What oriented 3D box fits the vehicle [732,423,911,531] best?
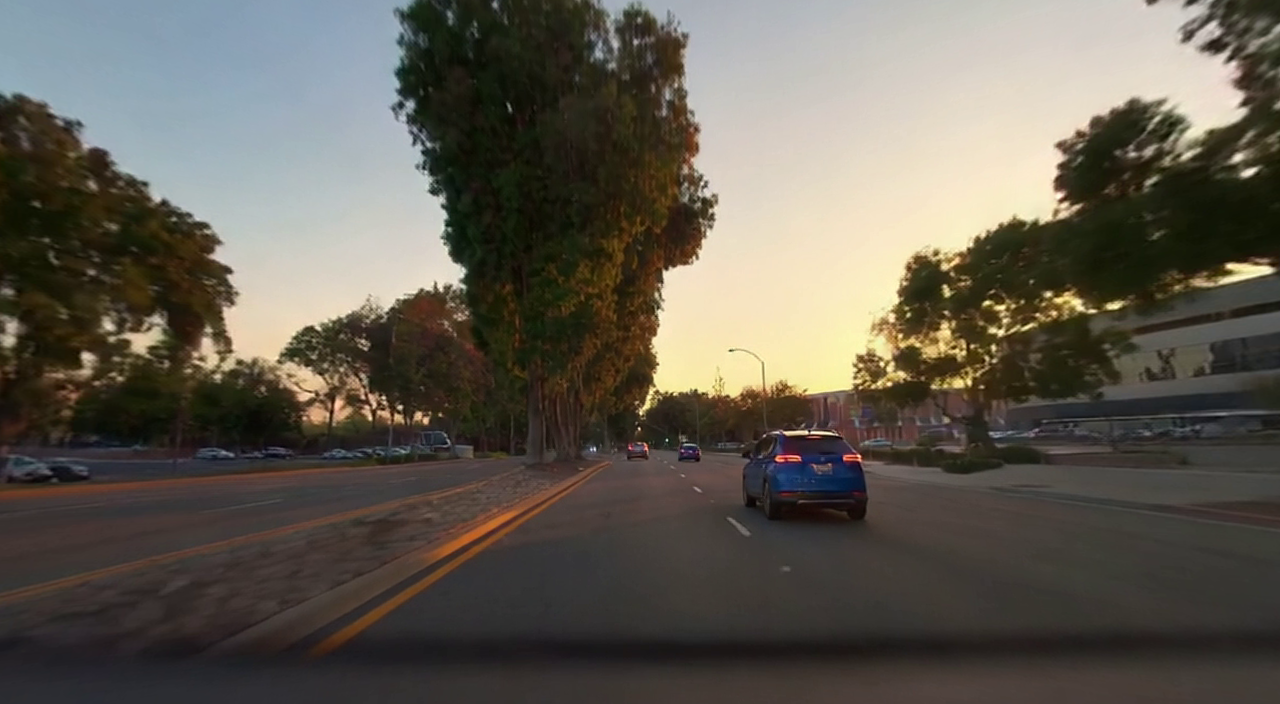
[{"bbox_3d":[3.181,2.287,12.160,2.060,1.665,4.284,0,-8,-1],"label":"vehicle"}]

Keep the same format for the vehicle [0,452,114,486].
[{"bbox_3d":[-36.423,7.286,39.549,4.983,1.727,2.059,-2,-7,-4],"label":"vehicle"}]
